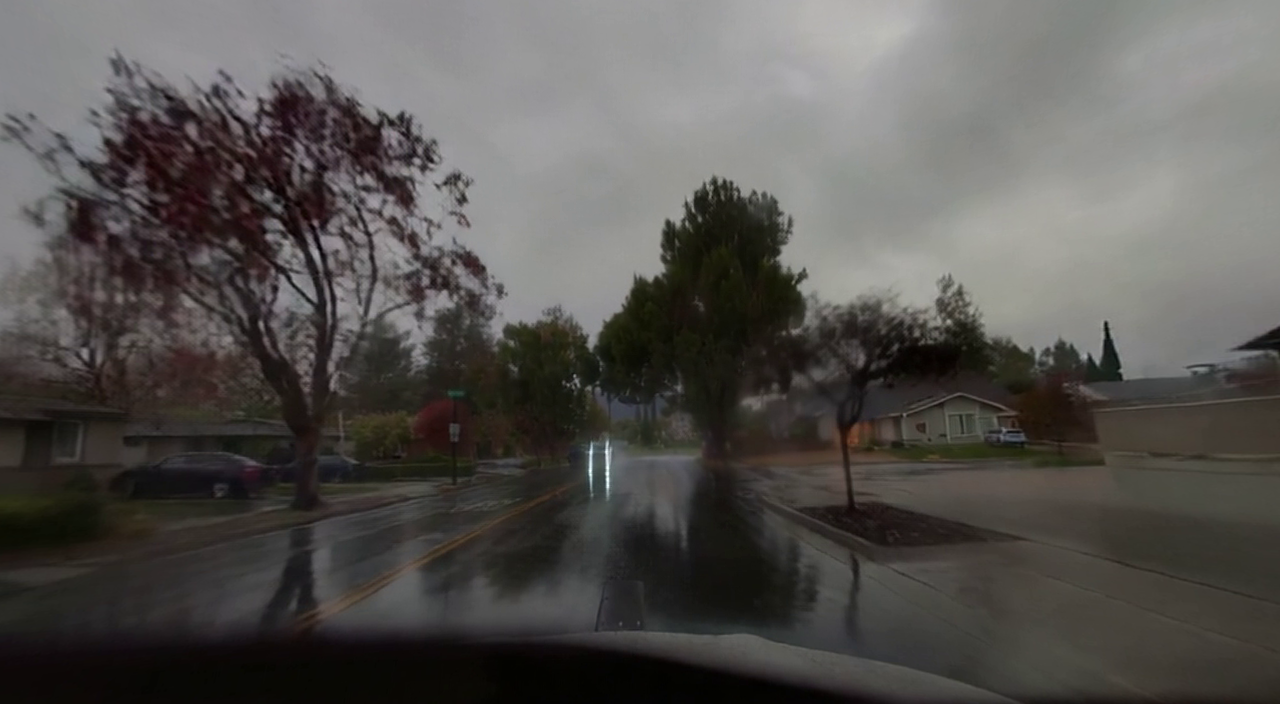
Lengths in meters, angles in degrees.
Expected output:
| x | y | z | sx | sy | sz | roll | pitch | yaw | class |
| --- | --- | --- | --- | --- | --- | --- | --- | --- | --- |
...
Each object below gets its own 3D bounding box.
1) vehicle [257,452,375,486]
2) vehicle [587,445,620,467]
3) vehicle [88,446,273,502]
| x | y | z | sx | sy | sz | roll | pitch | yaw | class |
| --- | --- | --- | --- | --- | --- | --- | --- | --- | --- |
| -14.803 | 5.349 | 29.057 | 4.370 | 1.482 | 1.926 | 0 | -9 | 3 | vehicle |
| -2.822 | 8.205 | 49.807 | 2.025 | 1.660 | 4.151 | -1 | -9 | 5 | vehicle |
| -14.504 | 3.857 | 20.180 | 4.237 | 1.687 | 1.970 | 1 | -9 | -3 | vehicle |
